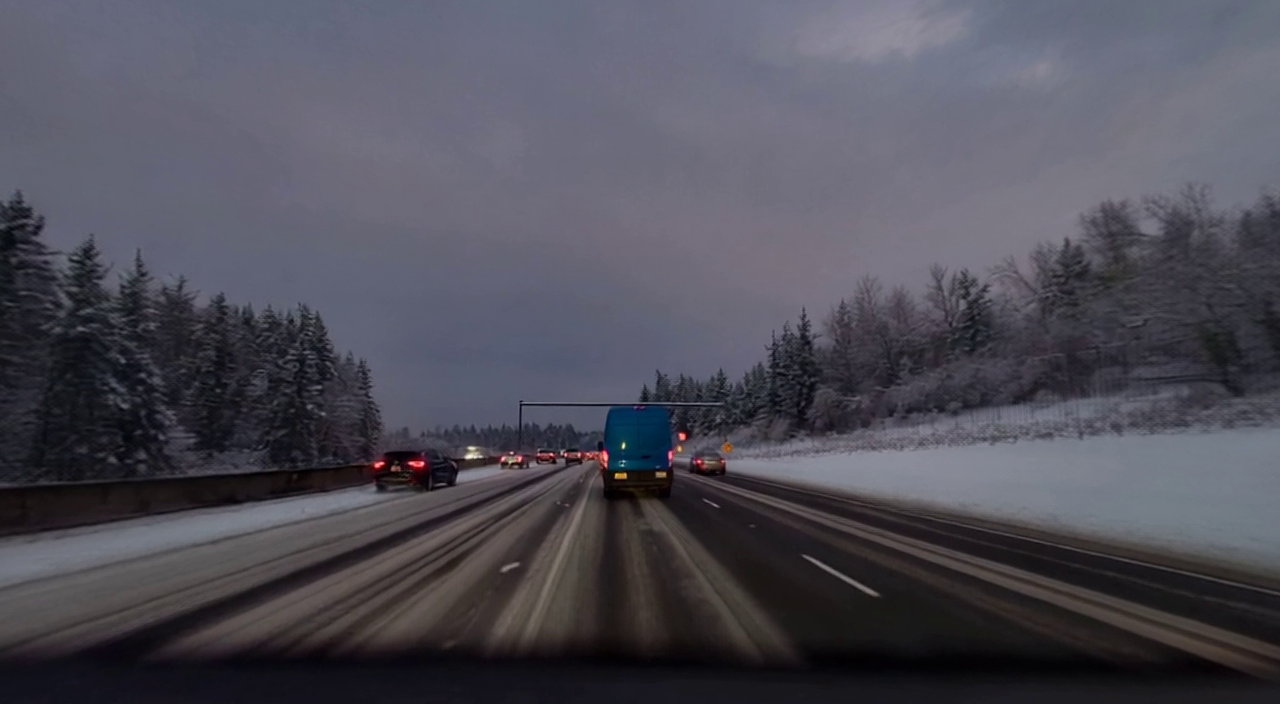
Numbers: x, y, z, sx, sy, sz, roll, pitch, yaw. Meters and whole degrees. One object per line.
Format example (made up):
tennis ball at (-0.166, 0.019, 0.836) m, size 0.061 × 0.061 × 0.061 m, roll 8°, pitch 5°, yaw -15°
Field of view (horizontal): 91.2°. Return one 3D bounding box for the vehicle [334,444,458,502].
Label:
vehicle at (-7.048, 3.525, 18.675) m, size 2.003 × 1.498 × 4.386 m, roll 0°, pitch -9°, yaw -1°

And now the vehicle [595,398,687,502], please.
vehicle at (-0.145, 2.814, 18.143) m, size 2.268 × 2.551 × 5.144 m, roll 0°, pitch -9°, yaw -4°

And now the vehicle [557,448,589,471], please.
vehicle at (-4.697, 7.580, 44.277) m, size 2.002 × 1.536 × 4.021 m, roll 0°, pitch -9°, yaw -3°

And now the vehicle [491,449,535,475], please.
vehicle at (-7.830, 6.795, 38.992) m, size 2.026 × 1.506 × 4.102 m, roll 0°, pitch -9°, yaw -3°

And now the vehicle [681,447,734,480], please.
vehicle at (3.247, 5.489, 31.191) m, size 2.015 × 1.491 × 4.732 m, roll 0°, pitch -9°, yaw -1°
